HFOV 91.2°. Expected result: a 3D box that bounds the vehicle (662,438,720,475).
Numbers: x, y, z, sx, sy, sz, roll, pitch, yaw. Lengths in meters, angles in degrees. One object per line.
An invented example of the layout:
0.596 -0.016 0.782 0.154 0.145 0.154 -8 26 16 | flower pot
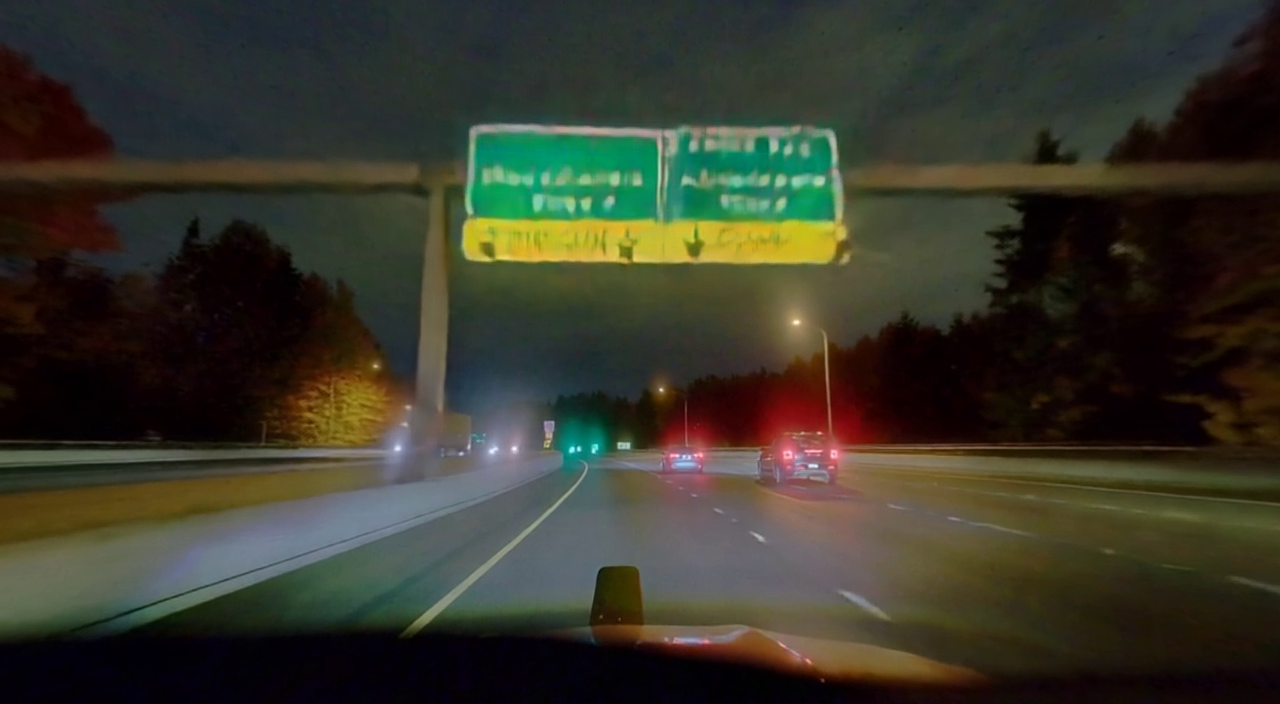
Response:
2.401 5.138 30.921 2.337 1.633 4.222 0 -9 -2 | vehicle

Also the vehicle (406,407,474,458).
-15.479 6.442 49.317 2.932 3.621 8.904 0 -9 -4 | vehicle
